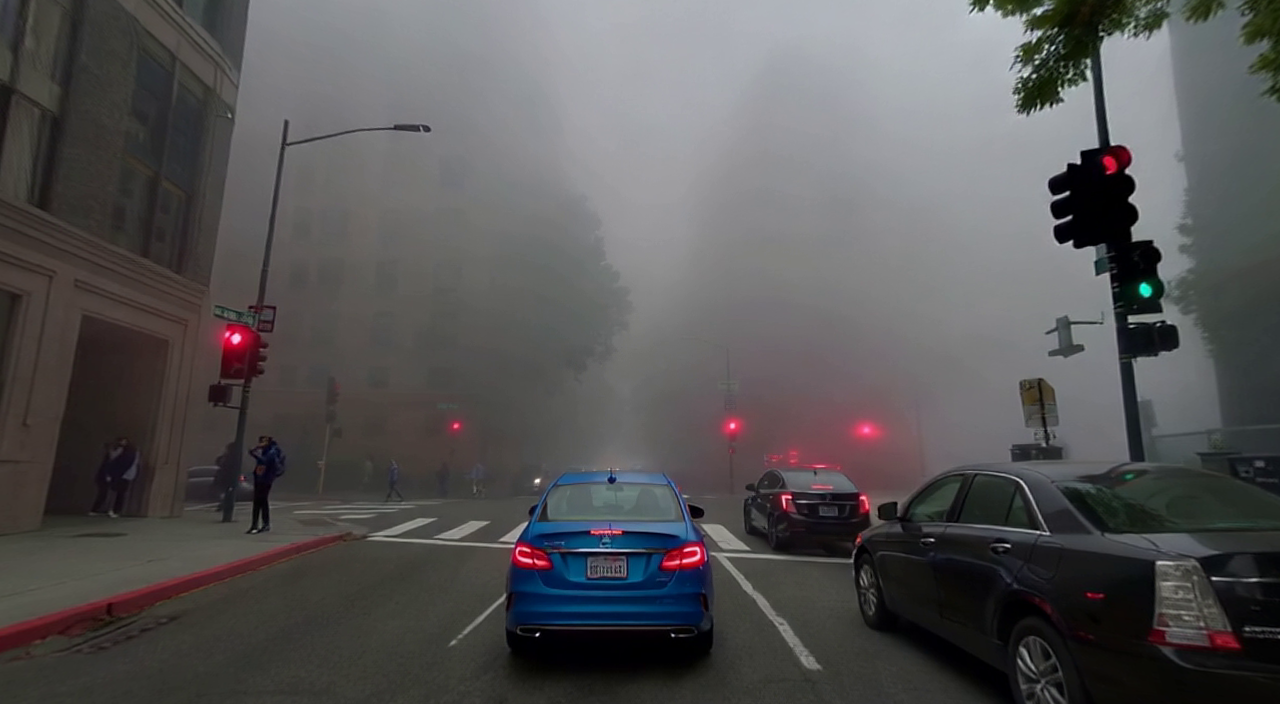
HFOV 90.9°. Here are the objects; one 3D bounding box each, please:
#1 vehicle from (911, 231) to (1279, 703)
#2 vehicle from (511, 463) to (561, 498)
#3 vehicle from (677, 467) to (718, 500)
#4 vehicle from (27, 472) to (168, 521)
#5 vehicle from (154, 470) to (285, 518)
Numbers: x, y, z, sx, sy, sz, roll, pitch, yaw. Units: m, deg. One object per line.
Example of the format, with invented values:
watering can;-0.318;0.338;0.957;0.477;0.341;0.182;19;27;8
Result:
vehicle;3.213;0.541;1.236;2.632;1.979;6.096;0;-9;0
vehicle;-6.347;7.872;39.013;2.226;1.896;4.438;-1;-9;1
vehicle;3.482;8.039;38.856;1.908;1.741;4.066;0;-9;-3
vehicle;-25.463;6.771;29.714;4.588;2.048;2.110;0;-9;1
vehicle;-19.774;6.662;29.754;4.750;2.083;2.002;-1;-9;3
